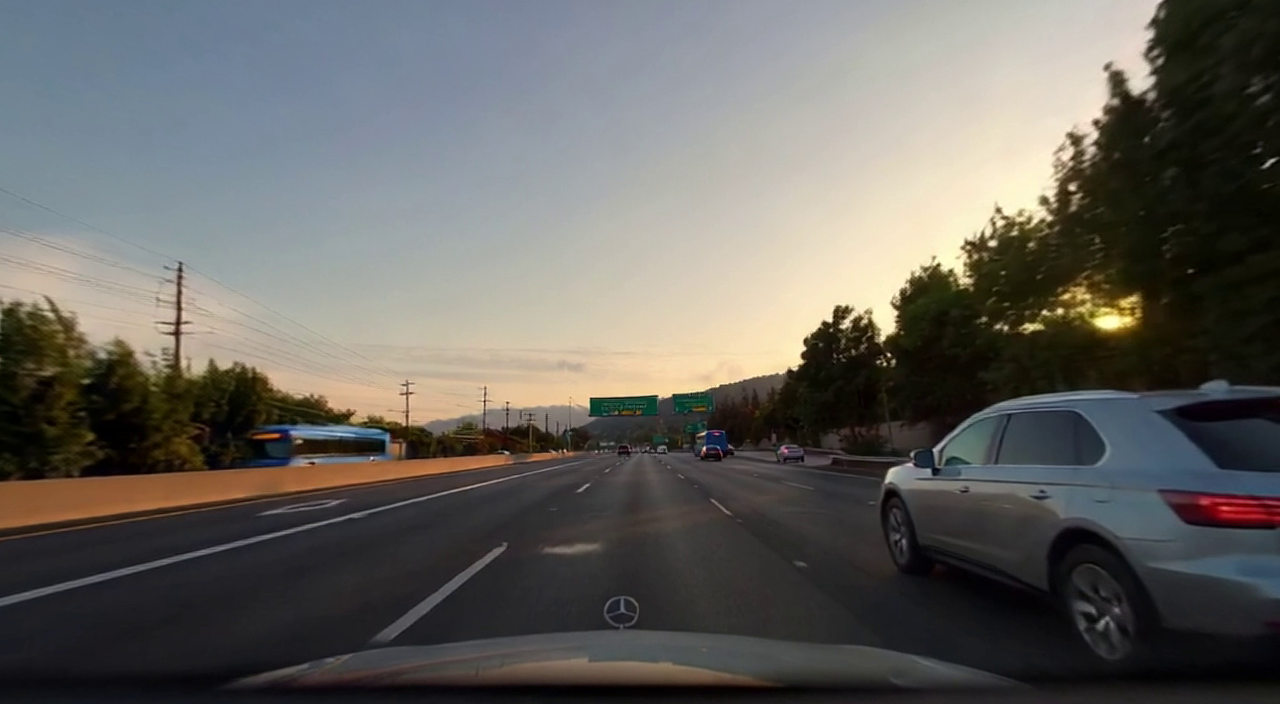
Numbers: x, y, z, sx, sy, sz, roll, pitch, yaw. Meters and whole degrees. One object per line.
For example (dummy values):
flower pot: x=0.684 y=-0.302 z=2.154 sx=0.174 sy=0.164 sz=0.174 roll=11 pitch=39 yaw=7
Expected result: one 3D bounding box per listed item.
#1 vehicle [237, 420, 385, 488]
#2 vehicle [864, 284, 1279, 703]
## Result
vehicle: x=-22.368 y=7.100 z=44.381 sx=3.045 sy=3.860 sz=13.939 roll=-2 pitch=-9 yaw=0
vehicle: x=3.372 y=0.923 z=3.779 sx=2.207 sy=1.850 sz=4.875 roll=0 pitch=-9 yaw=0
